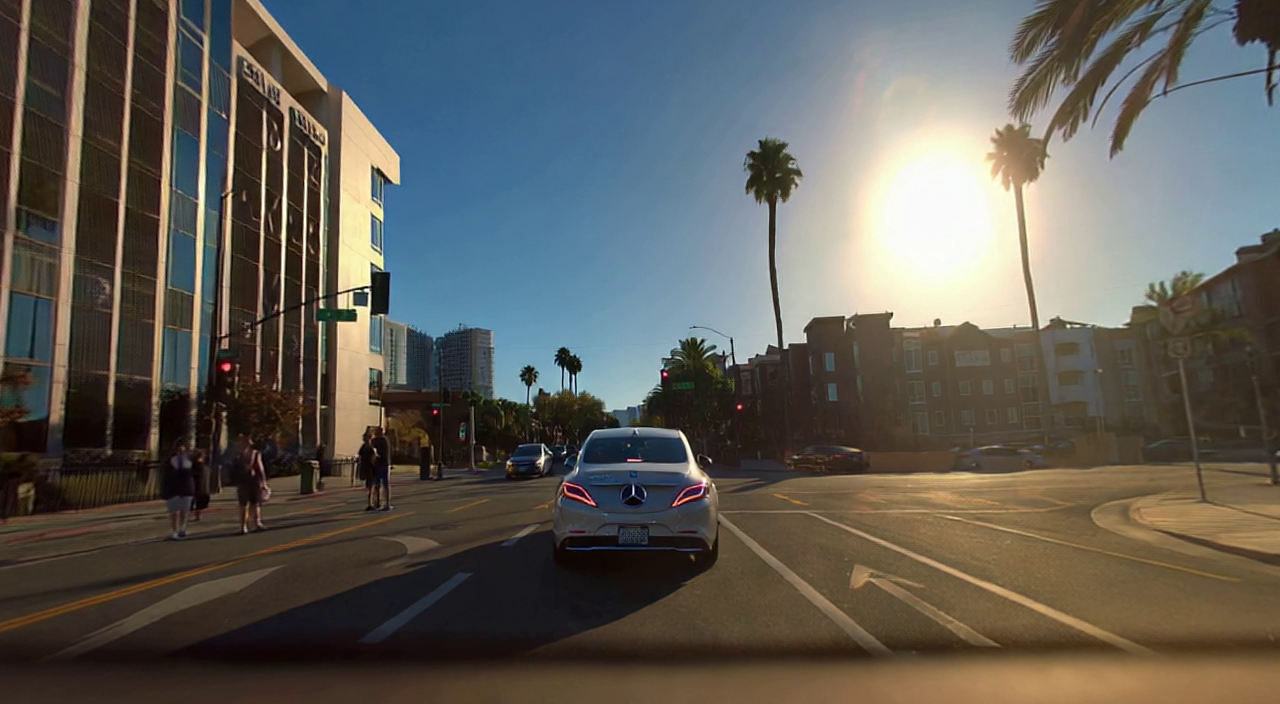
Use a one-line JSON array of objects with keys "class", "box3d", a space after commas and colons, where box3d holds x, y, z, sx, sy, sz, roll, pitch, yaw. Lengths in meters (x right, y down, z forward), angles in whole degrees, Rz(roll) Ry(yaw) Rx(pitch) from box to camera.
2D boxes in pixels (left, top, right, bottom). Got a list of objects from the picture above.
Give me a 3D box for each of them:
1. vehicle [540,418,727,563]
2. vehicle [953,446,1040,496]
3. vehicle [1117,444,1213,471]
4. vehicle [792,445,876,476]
[{"class": "vehicle", "box3d": [-0.077, 1.877, 9.237, 2.144, 1.643, 3.770, 0, -8, 0]}, {"class": "vehicle", "box3d": [12.974, 4.234, 22.869, 2.004, 1.593, 4.118, -7, -11, 37]}, {"class": "vehicle", "box3d": [32.174, 6.465, 38.764, 4.234, 1.613, 1.812, 0, -8, -1]}, {"class": "vehicle", "box3d": [11.227, 6.229, 36.538, 4.494, 1.704, 1.976, -3, -9, 20]}]
